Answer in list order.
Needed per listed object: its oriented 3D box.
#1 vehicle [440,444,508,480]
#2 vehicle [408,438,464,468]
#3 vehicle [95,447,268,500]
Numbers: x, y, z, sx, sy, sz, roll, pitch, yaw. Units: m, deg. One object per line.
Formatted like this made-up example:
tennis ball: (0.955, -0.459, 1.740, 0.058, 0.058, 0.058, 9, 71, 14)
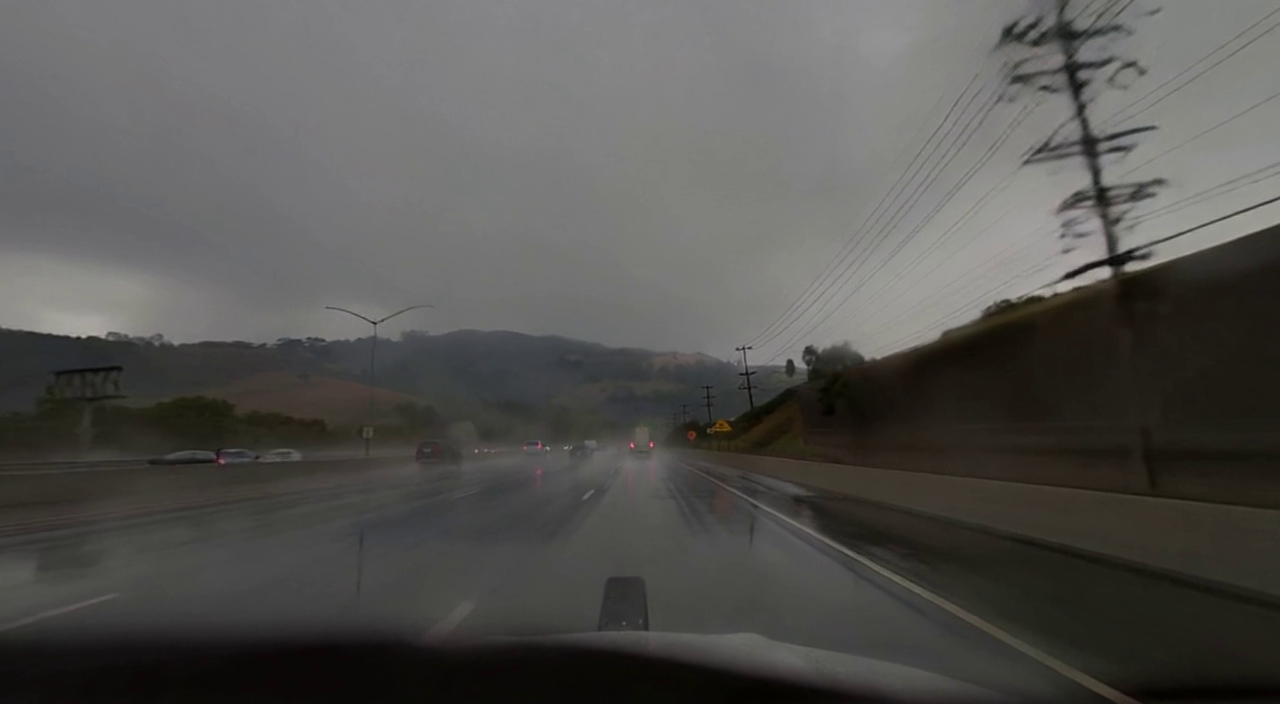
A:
vehicle: (-7.436, 4.944, 28.665, 1.899, 1.472, 4.202, -1, -9, 1)
vehicle: (-14.183, 7.073, 44.212, 2.172, 1.946, 5.017, -1, -9, 1)
vehicle: (-14.375, 3.803, 20.232, 1.885, 1.474, 4.849, -1, -9, 1)
